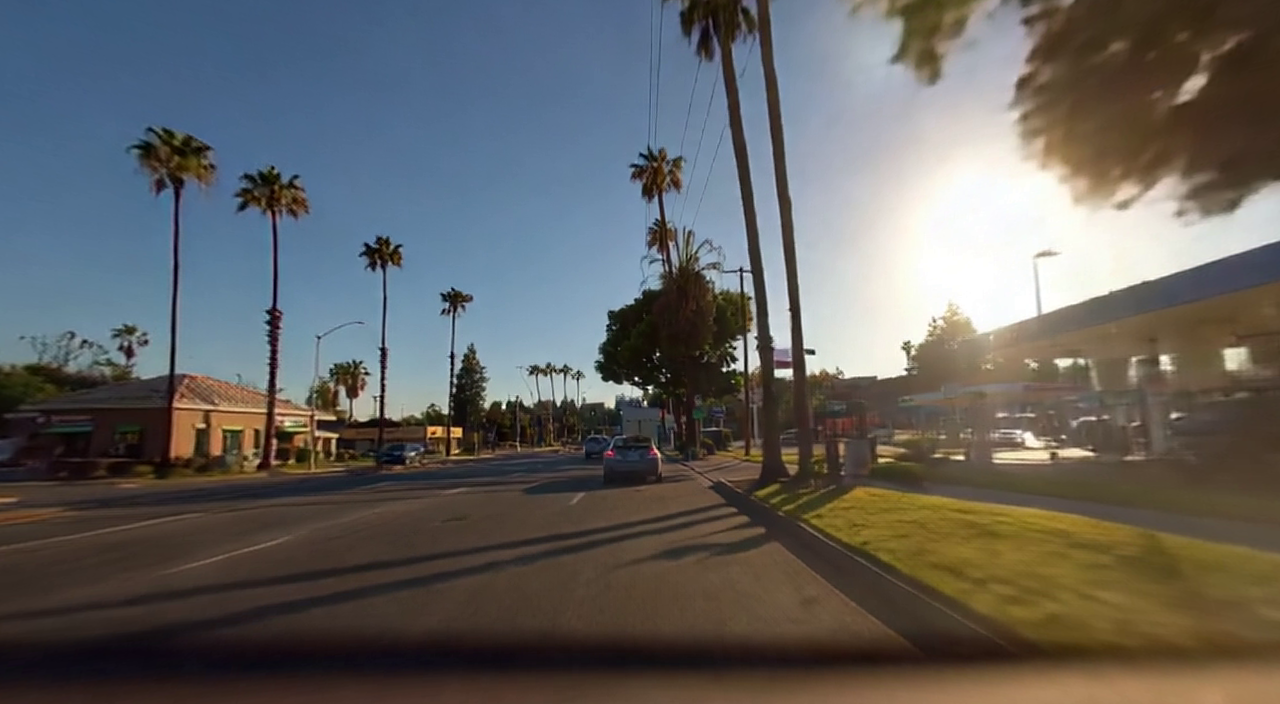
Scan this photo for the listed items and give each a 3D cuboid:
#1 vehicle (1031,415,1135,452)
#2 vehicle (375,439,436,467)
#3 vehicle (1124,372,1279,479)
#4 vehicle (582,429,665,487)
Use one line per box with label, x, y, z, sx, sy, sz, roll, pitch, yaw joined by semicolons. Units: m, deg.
vehicle;22.110;4.147;31.598;1.853;1.698;4.468;1;-8;-2
vehicle;-13.534;5.848;36.569;1.923;1.490;4.372;0;-8;-1
vehicle;12.168;1.371;11.408;5.061;1.721;2.162;1;-8;-4
vehicle;-0.379;3.056;18.476;2.145;1.483;4.453;0;-8;1
